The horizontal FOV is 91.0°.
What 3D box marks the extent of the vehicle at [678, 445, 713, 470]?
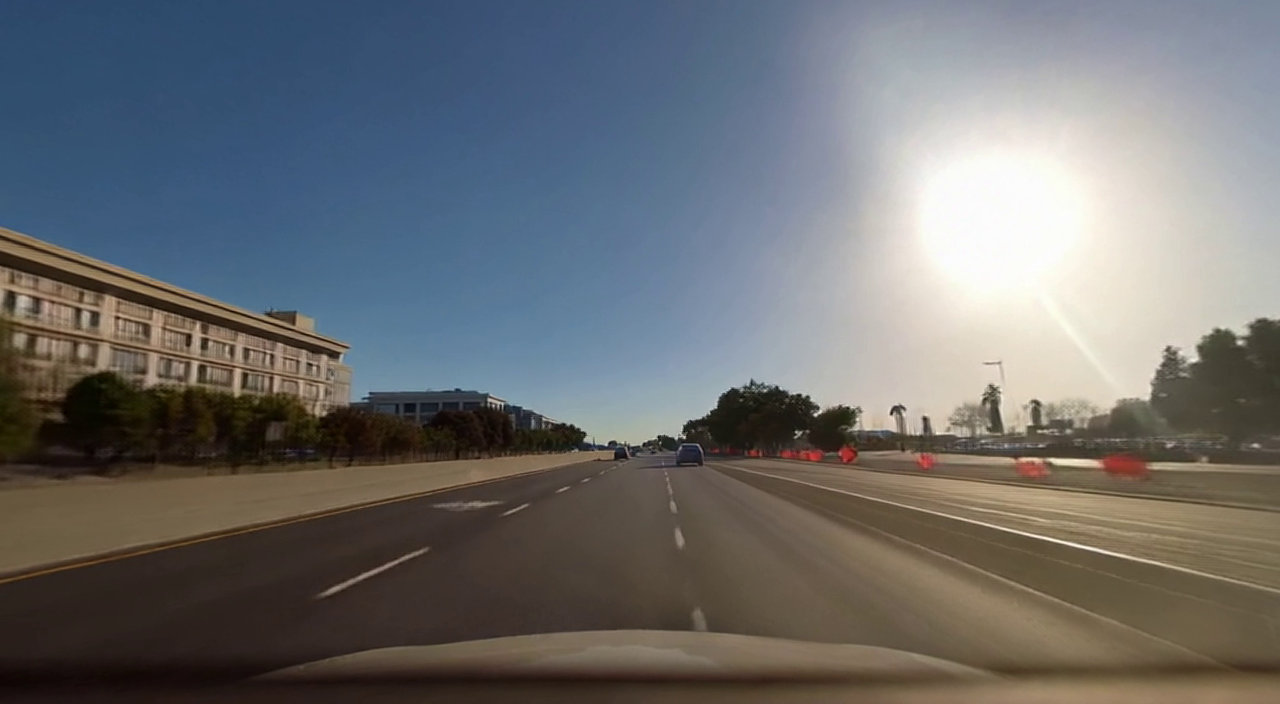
[{"bbox_3d":[3.682,7.101,42.514,1.974,1.557,4.479,0,-9,0],"label":"vehicle"}]
